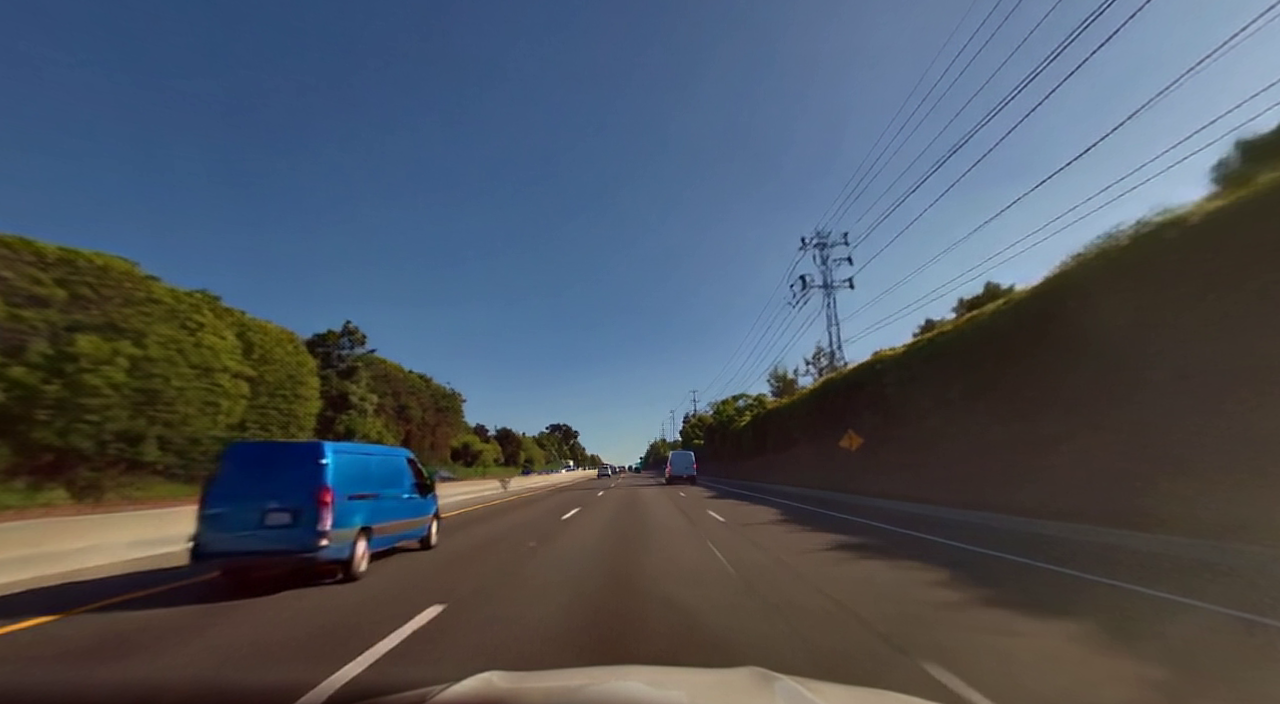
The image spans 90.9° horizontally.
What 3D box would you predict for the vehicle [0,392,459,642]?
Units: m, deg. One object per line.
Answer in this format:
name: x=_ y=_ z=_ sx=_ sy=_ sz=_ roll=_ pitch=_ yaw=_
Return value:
vehicle: x=-3.780 y=1.611 z=6.947 sx=2.153 sy=1.756 sz=4.730 roll=1 pitch=-10 yaw=0
